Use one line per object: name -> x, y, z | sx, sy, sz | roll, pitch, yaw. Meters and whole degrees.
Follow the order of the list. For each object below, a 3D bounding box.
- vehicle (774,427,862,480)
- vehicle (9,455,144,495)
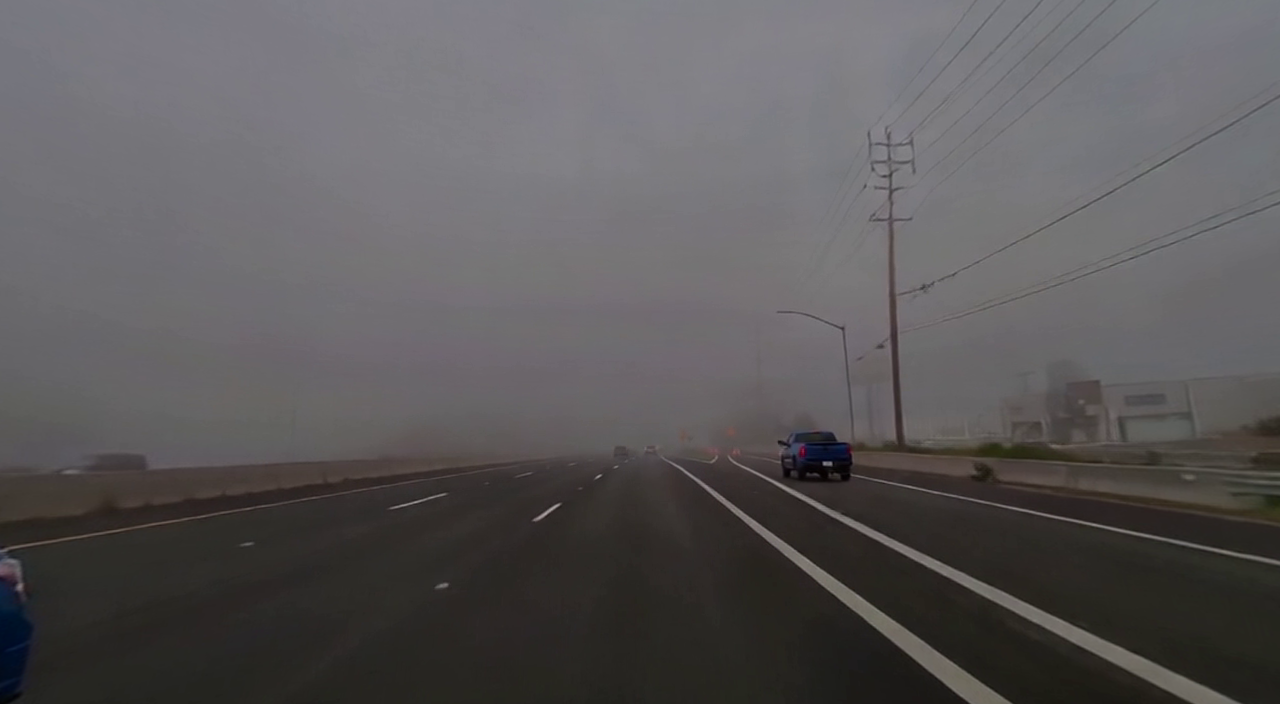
vehicle -> 6.853, 3.988, 24.956 | 2.186, 1.840, 5.289 | -1, -8, 3
vehicle -> -27.804, 6.039, 31.406 | 2.055, 1.755, 4.912 | 0, -8, 1
